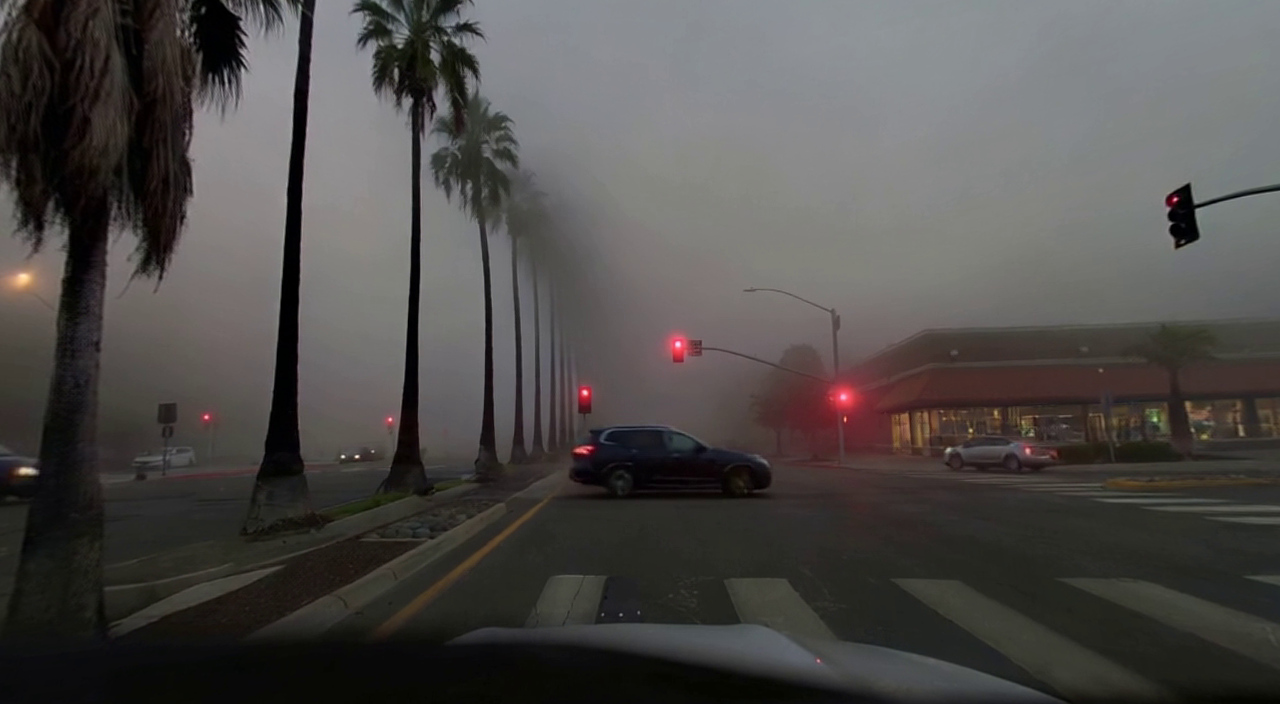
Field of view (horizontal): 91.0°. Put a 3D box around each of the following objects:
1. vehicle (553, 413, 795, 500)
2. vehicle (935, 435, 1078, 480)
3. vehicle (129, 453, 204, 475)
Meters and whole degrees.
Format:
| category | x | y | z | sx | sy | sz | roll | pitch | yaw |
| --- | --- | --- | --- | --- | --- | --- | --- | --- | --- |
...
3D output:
| category | x | y | z | sx | sy | sz | roll | pitch | yaw |
| --- | --- | --- | --- | --- | --- | --- | --- | --- | --- |
| vehicle | 0.741 | 2.592 | 15.790 | 5.619 | 1.951 | 2.321 | 1 | -8 | -4 |
| vehicle | 14.979 | 4.339 | 26.083 | 4.722 | 1.717 | 2.000 | -3 | -9 | 19 |
| vehicle | -37.258 | 8.816 | 49.674 | 2.160 | 1.565 | 4.868 | 0 | -9 | -1 |
